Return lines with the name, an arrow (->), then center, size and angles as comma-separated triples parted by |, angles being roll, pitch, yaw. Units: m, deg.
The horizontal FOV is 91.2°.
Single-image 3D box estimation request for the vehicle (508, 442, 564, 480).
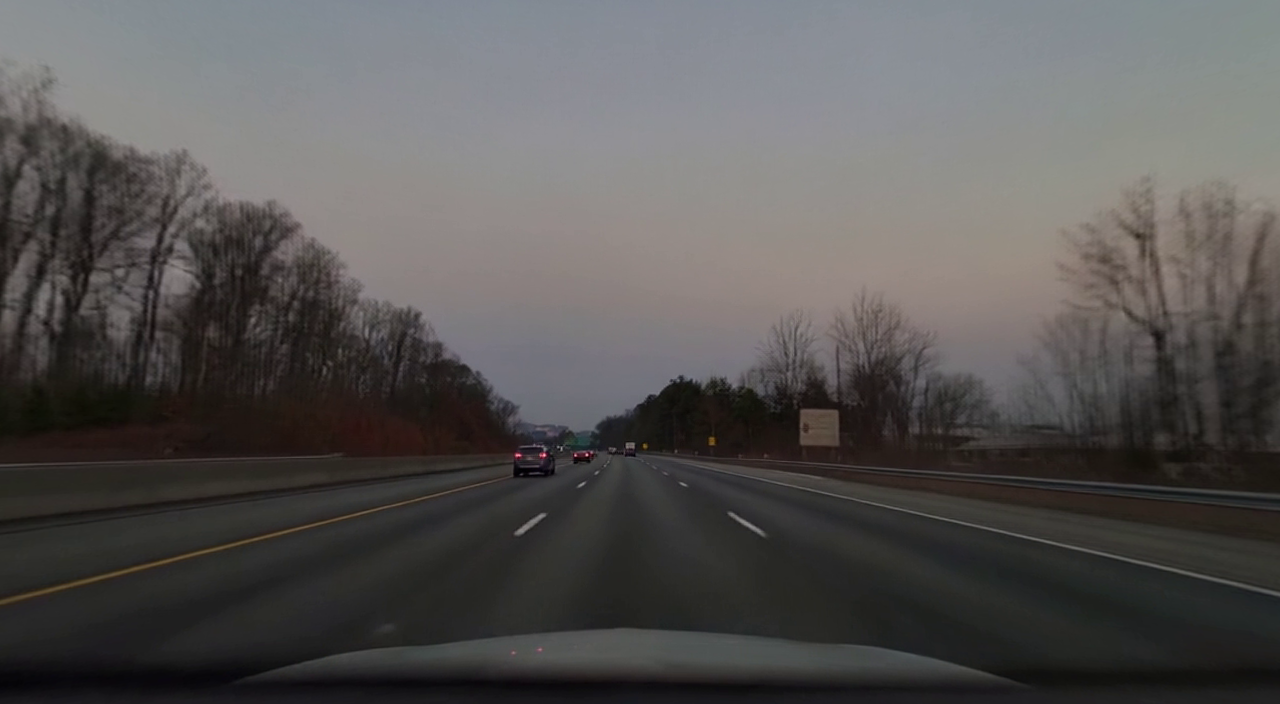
vehicle -> -5.103, 5.409, 31.378 | 2.151, 1.693, 4.201 | 0, -9, -1
